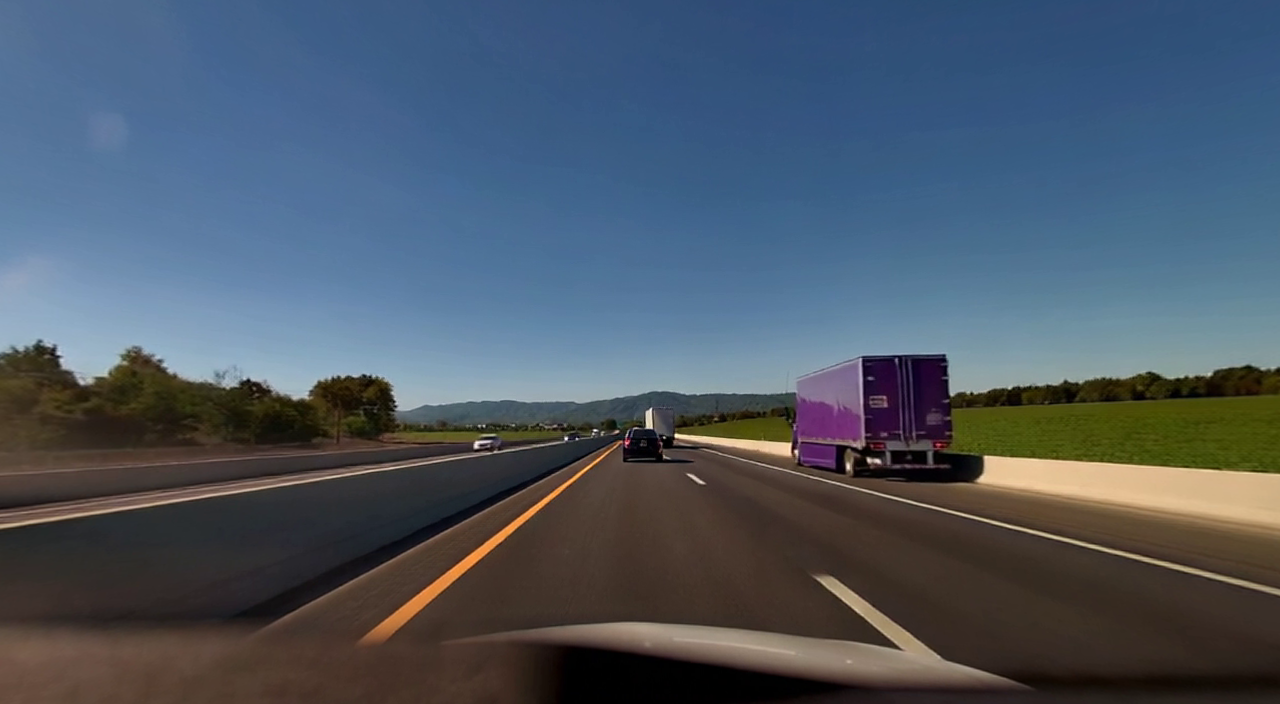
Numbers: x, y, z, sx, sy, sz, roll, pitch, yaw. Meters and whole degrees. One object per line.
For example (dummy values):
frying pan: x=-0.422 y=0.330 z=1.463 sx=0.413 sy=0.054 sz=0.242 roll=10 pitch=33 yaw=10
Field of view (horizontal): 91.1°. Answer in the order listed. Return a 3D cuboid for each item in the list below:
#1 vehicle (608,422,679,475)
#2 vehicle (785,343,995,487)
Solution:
vehicle: x=0.090 y=3.286 z=21.703 sx=2.216 sy=1.623 sz=4.220 roll=0 pitch=-8 yaw=0
vehicle: x=7.325 y=2.173 z=20.394 sx=3.010 sy=3.638 sz=8.978 roll=0 pitch=-8 yaw=-1
